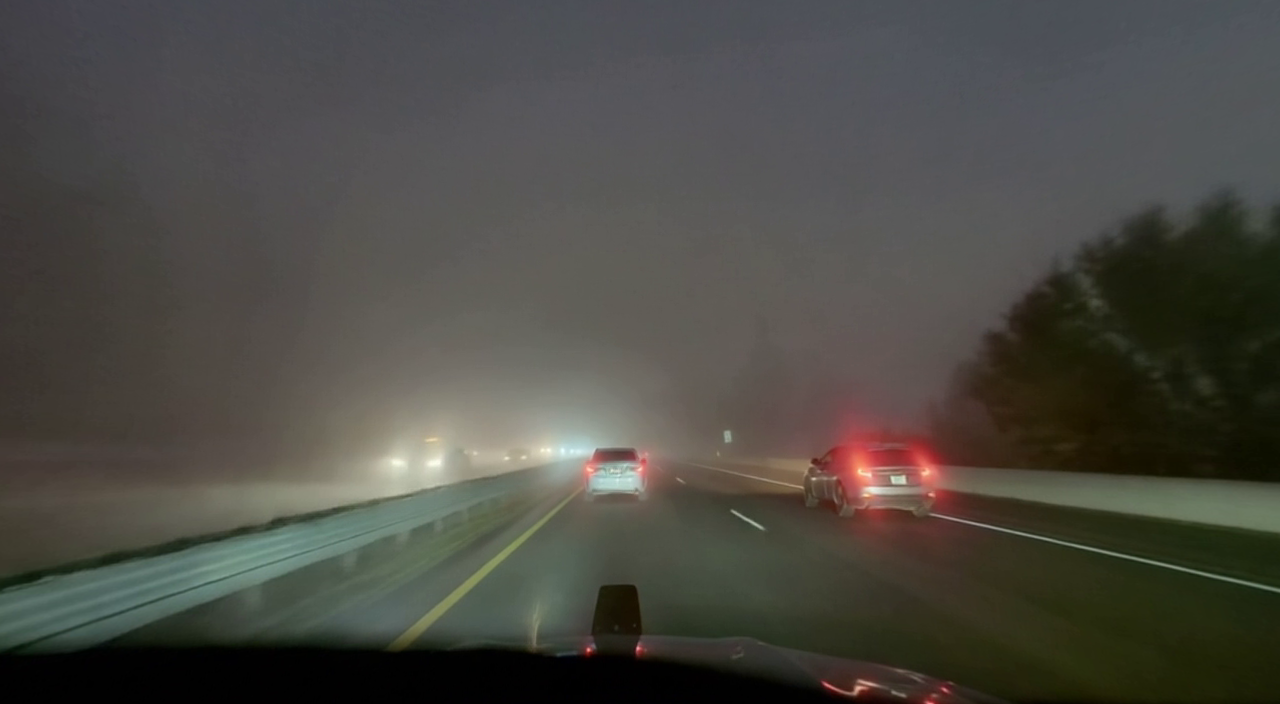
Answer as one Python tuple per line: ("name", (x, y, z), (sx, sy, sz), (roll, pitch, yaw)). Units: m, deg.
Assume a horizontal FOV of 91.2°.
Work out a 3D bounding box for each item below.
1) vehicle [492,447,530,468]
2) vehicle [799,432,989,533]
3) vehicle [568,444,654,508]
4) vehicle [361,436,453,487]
("vehicle", (-9.545, 7.826, 46.661), (1.899, 1.522, 4.578), (0, -9, -1))
("vehicle", (4.451, 2.333, 11.696), (1.910, 1.554, 3.718), (0, -9, -1))
("vehicle", (-0.702, 3.238, 16.879), (2.013, 1.479, 4.169), (0, -9, -1))
("vehicle", (-9.021, 4.263, 24.699), (2.033, 1.814, 4.280), (0, -9, -1))
